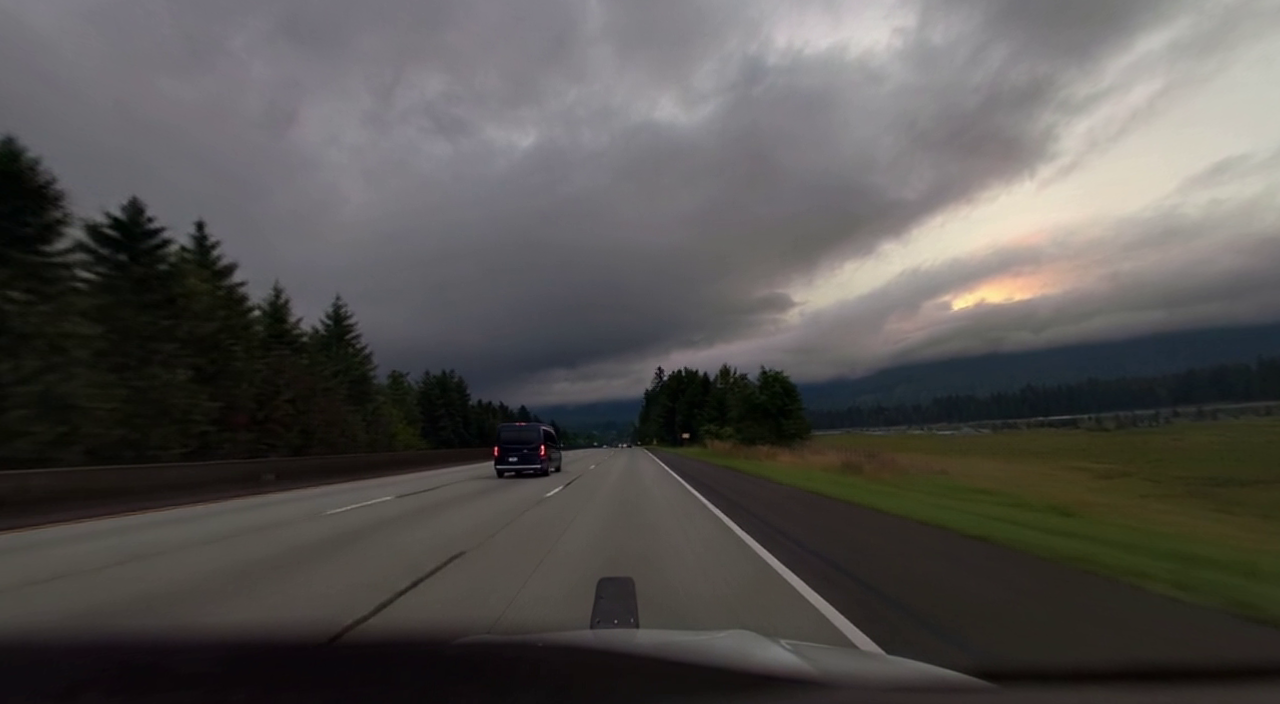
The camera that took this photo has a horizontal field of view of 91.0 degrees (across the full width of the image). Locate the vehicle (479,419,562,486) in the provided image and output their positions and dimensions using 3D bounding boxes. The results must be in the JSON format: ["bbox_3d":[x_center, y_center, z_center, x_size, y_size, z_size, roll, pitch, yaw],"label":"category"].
[{"bbox_3d":[-4.016,3.473,22.000,1.976,2.029,4.737,-1,-8,0],"label":"vehicle"}]
